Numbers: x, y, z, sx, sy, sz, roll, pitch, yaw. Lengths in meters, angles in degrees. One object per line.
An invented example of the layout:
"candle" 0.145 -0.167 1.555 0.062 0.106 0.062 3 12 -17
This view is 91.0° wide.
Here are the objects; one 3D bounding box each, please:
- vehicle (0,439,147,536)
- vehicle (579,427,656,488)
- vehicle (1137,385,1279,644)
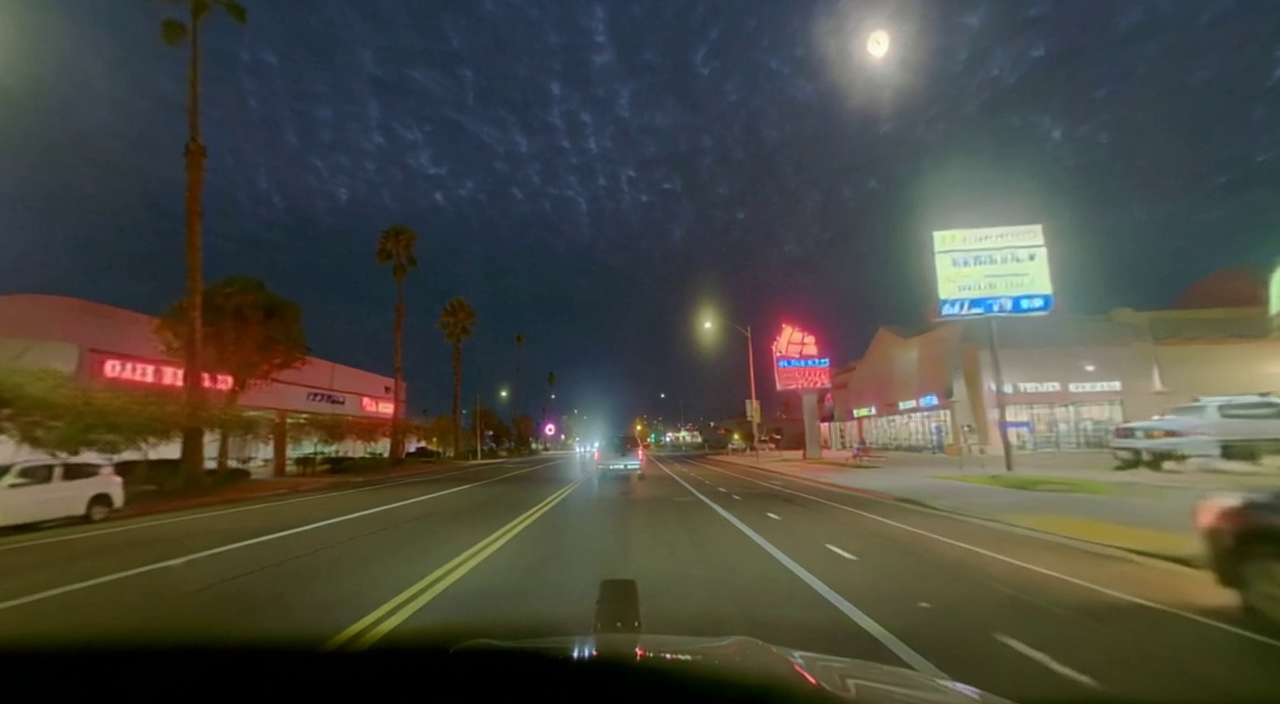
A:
"vehicle" -13.489 2.855 13.312 2.296 1.847 4.856 -3 -8 -2
"vehicle" -0.675 3.390 20.451 2.239 1.763 4.096 0 -8 -1
"vehicle" 5.766 1.036 3.457 2.186 1.861 4.678 1 -8 -1
